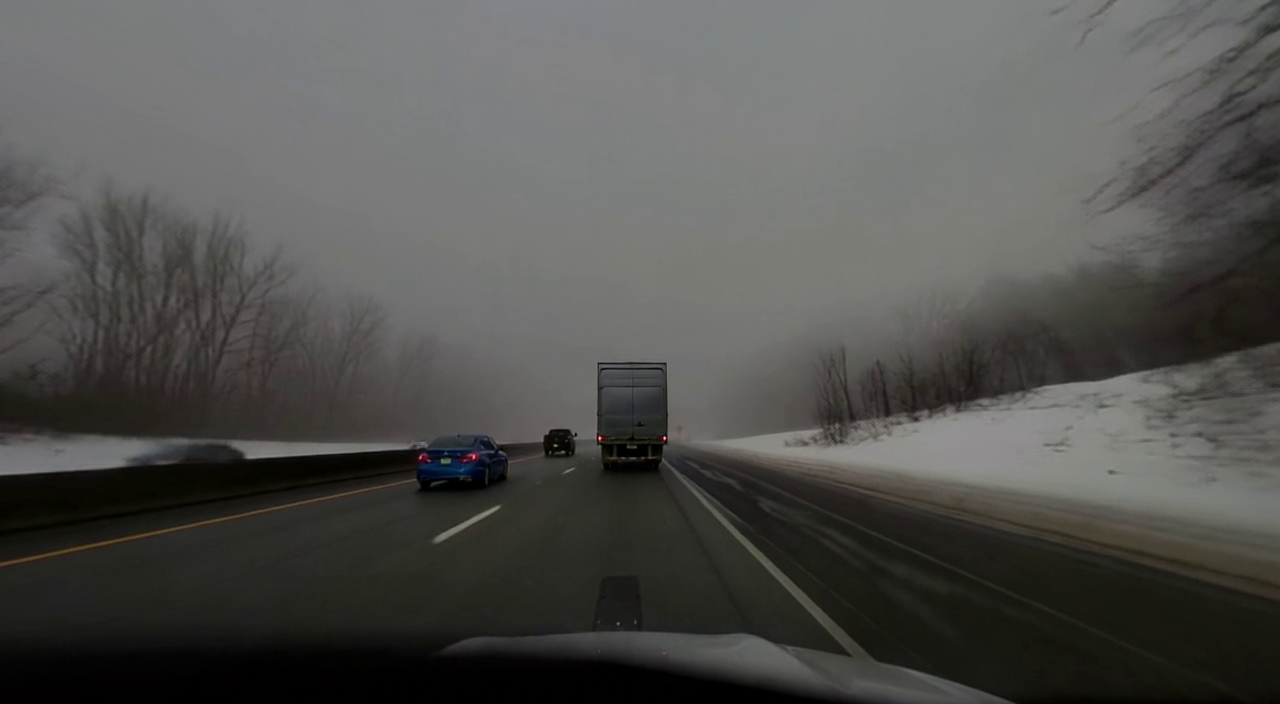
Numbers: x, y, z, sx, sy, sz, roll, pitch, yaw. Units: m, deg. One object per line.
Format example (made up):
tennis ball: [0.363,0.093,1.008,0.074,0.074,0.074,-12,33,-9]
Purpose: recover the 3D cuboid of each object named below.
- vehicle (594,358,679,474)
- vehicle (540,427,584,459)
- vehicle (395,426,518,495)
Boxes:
vehicle: [-0.236,2.896,27.006,2.953,4.041,10.072,0,-8,-1]
vehicle: [-4.639,5.462,37.898,2.019,1.834,4.644,0,-8,0]
vehicle: [-4.621,2.771,16.591,1.931,1.539,4.441,0,-8,0]
